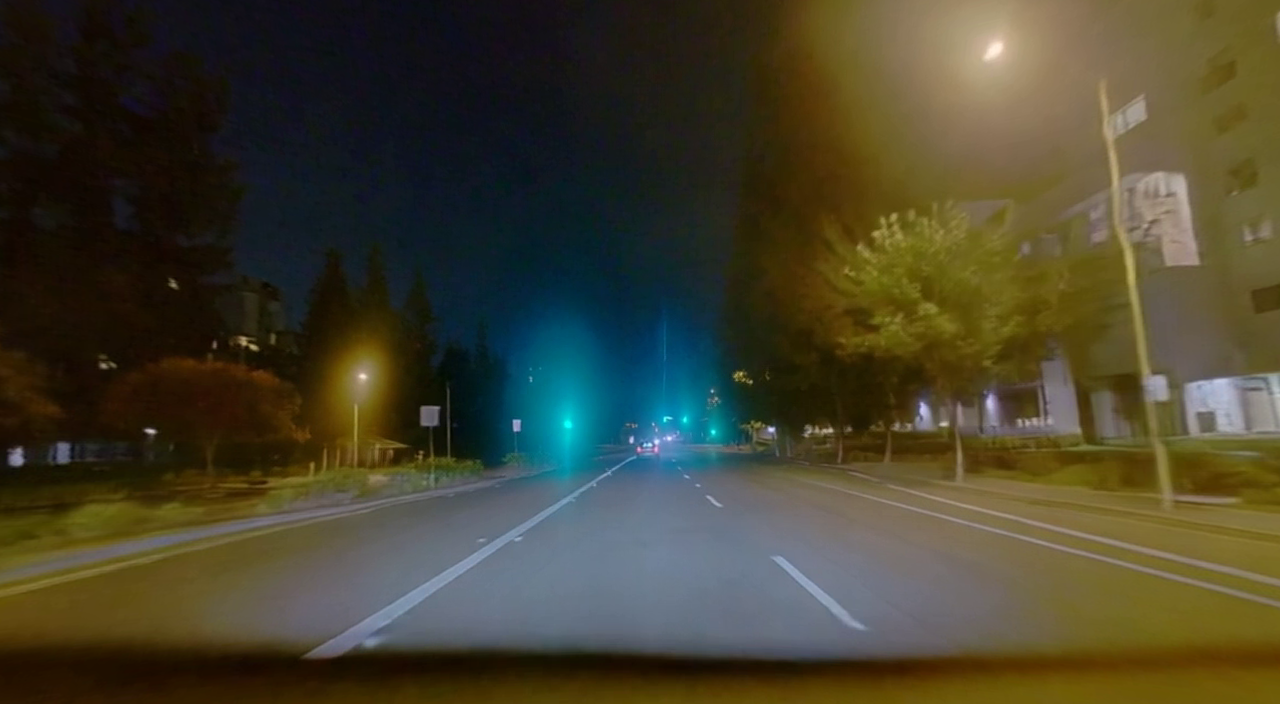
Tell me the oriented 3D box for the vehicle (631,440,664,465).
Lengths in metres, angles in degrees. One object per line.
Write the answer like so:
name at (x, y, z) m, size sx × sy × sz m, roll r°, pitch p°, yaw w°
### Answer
vehicle at (0.517, 6.540, 41.259) m, size 2.037 × 1.568 × 3.693 m, roll 0°, pitch -9°, yaw 2°
